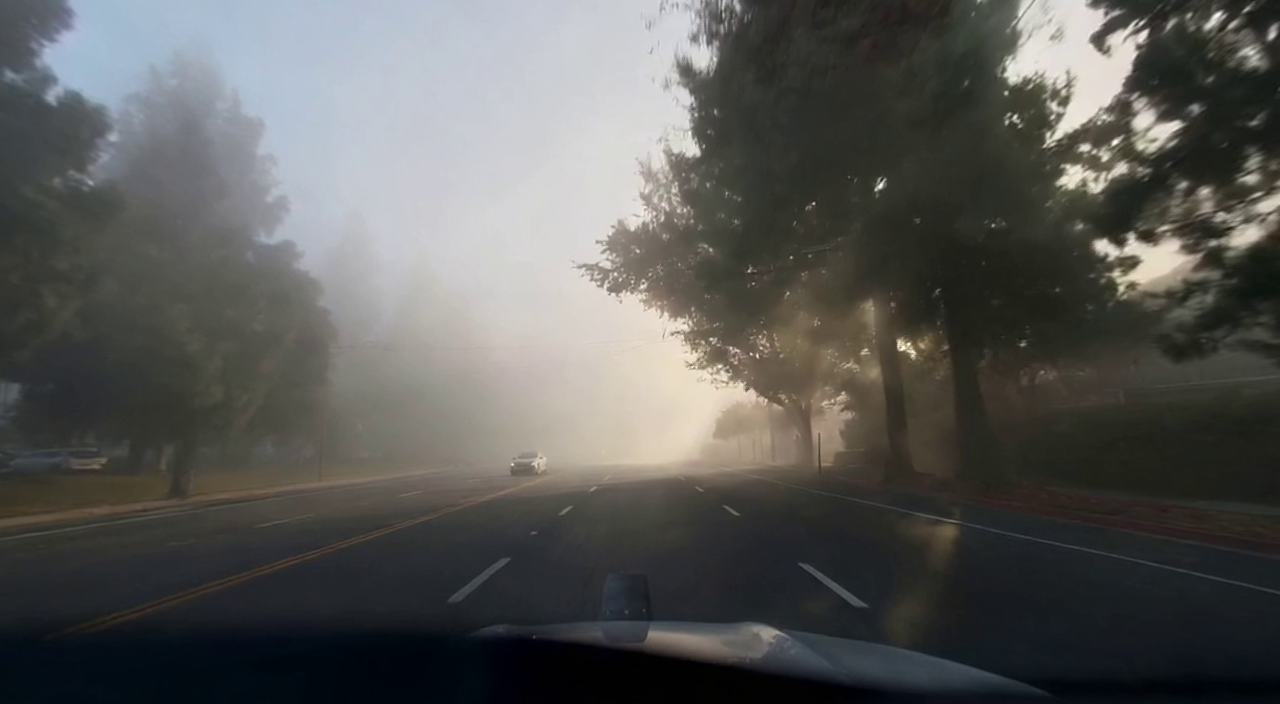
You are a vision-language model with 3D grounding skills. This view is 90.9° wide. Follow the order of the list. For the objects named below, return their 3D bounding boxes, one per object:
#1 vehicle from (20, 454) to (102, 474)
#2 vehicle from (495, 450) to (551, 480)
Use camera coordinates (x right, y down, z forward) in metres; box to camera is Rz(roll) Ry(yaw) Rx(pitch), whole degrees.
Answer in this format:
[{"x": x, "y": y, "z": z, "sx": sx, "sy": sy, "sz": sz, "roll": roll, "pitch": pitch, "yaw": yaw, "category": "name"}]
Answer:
[{"x": -43.070, "y": 8.335, "z": 46.928, "sx": 4.236, "sy": 1.441, "sz": 1.735, "roll": 0, "pitch": -8, "yaw": -2, "category": "vehicle"}, {"x": -6.382, "y": 6.226, "z": 34.971, "sx": 2.188, "sy": 1.478, "sz": 4.567, "roll": -1, "pitch": -8, "yaw": 1, "category": "vehicle"}]
